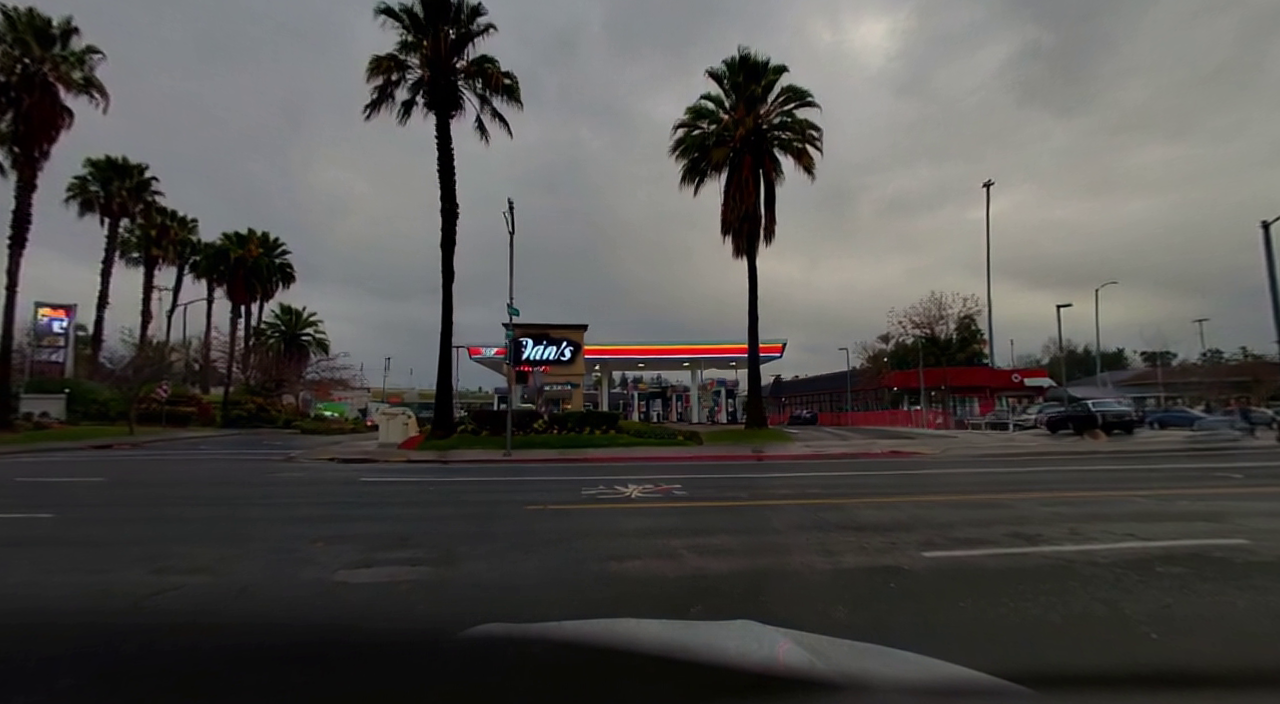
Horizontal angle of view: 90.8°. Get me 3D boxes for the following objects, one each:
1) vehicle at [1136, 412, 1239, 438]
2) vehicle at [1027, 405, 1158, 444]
[{"bbox_3d":[33.869,4.582,39.272,1.805,1.466,4.641,1,-9,-8],"label":"vehicle"},{"bbox_3d":[21.995,3.486,30.810,4.880,1.754,2.202,0,-5,-6],"label":"vehicle"}]
